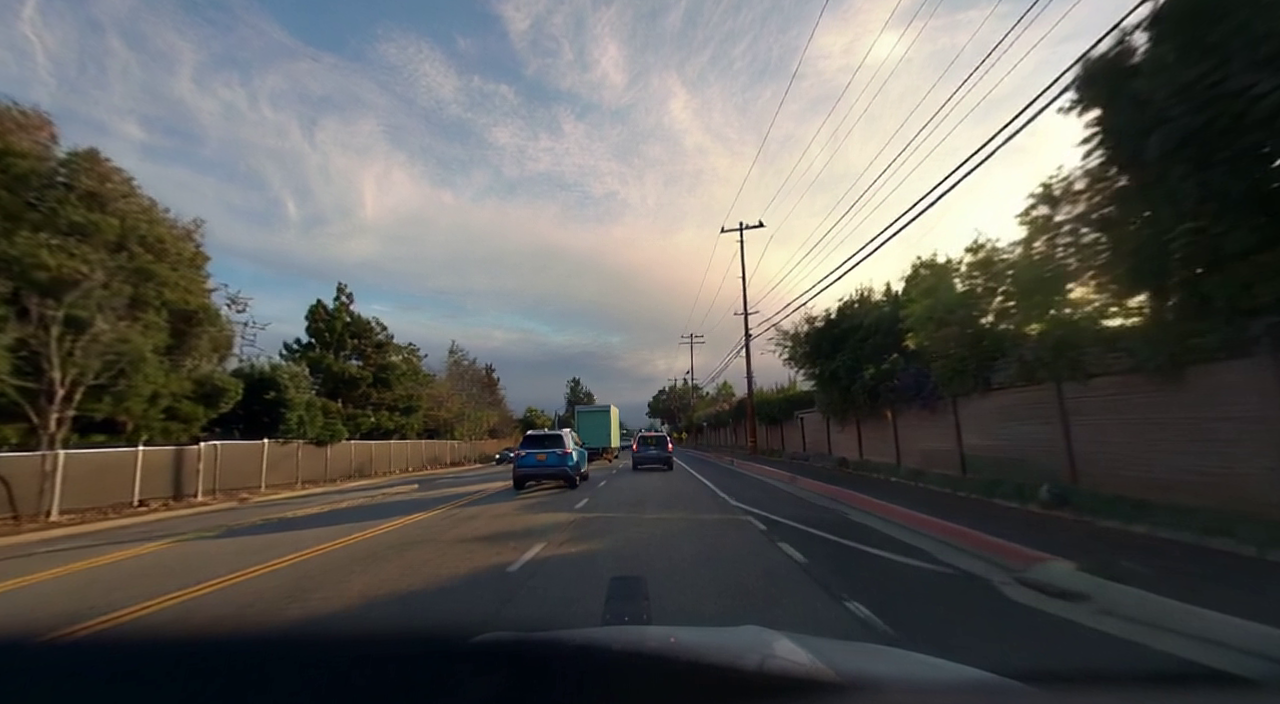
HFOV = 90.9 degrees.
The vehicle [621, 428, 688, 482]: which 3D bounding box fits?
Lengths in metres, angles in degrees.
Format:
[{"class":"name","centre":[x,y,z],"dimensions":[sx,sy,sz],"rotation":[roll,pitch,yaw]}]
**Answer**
[{"class":"vehicle","centre":[0.480,3.707,22.976],"dimensions":[2.174,1.749,4.113],"rotation":[-1,-8,0]}]

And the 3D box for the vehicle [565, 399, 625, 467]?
[{"class":"vehicle","centre":[-2.597,5.231,40.053],"dimensions":[2.928,3.658,10.953],"rotation":[-1,-8,0]}]

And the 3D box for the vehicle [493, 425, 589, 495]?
[{"class":"vehicle","centre":[-2.865,3.257,19.347],"dimensions":[2.093,1.832,4.508],"rotation":[-1,-8,2]}]
